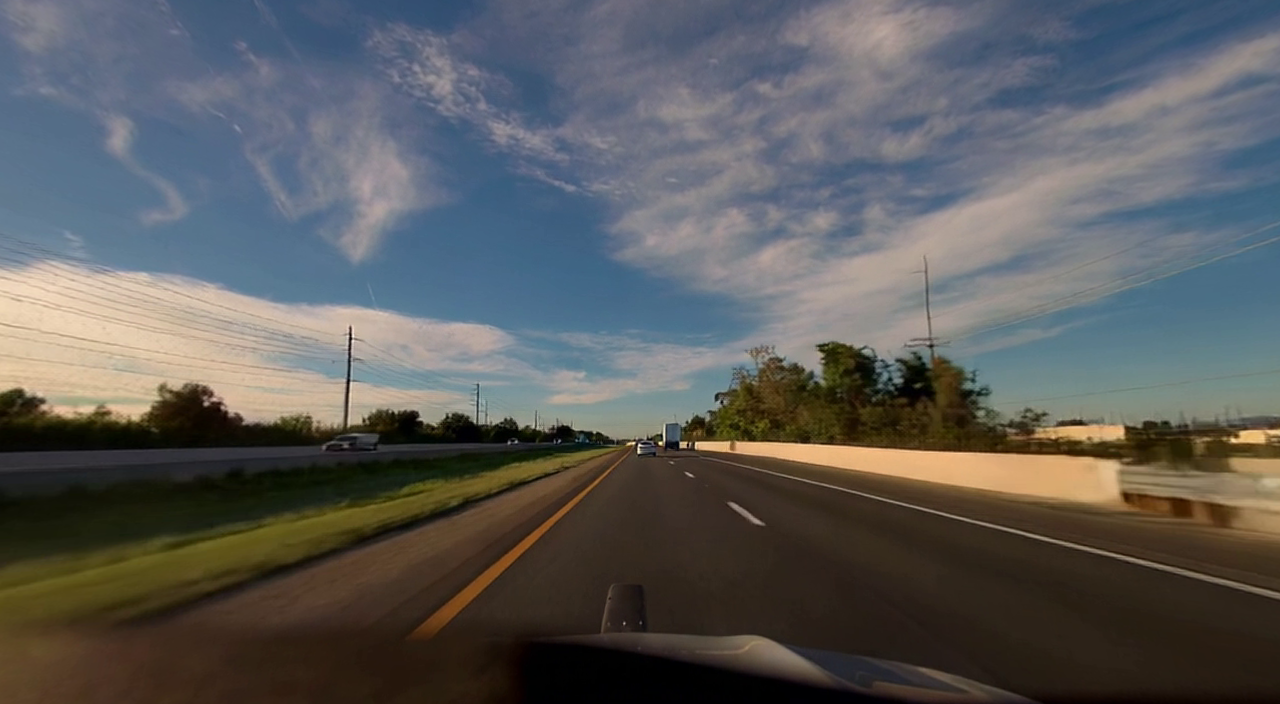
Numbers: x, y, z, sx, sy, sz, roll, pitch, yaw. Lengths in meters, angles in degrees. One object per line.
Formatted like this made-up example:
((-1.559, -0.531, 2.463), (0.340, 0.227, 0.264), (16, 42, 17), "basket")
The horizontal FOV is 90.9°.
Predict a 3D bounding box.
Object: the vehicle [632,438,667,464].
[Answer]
((0.647, 6.560, 41.878), (2.192, 1.556, 4.132), (-1, -8, 1), "vehicle")

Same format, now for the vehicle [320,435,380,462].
((-21.454, 7.184, 46.935), (2.039, 1.874, 4.958), (-1, -8, 1), "vehicle")
